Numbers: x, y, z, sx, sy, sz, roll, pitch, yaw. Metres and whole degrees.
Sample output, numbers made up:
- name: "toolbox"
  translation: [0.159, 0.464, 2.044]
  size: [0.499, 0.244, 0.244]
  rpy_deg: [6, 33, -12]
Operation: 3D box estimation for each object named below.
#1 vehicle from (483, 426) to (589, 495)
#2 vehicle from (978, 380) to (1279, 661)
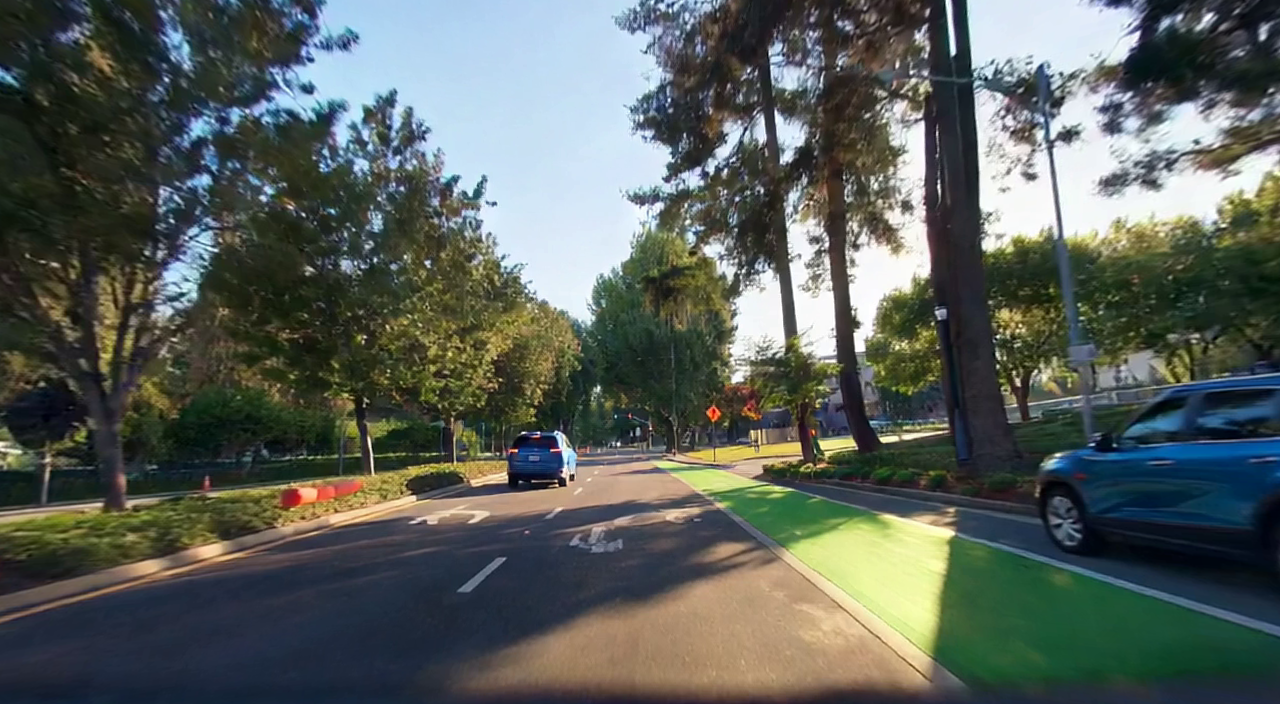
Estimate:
- name: "vehicle"
  translation: [-2.935, 3.194, 18.989]
  size: [2.339, 1.790, 4.629]
  rpy_deg: [0, -8, 1]
- name: "vehicle"
  translation: [5.392, 1.264, 5.461]
  size: [2.810, 1.722, 3.834]
  rpy_deg: [-1, -8, 1]
